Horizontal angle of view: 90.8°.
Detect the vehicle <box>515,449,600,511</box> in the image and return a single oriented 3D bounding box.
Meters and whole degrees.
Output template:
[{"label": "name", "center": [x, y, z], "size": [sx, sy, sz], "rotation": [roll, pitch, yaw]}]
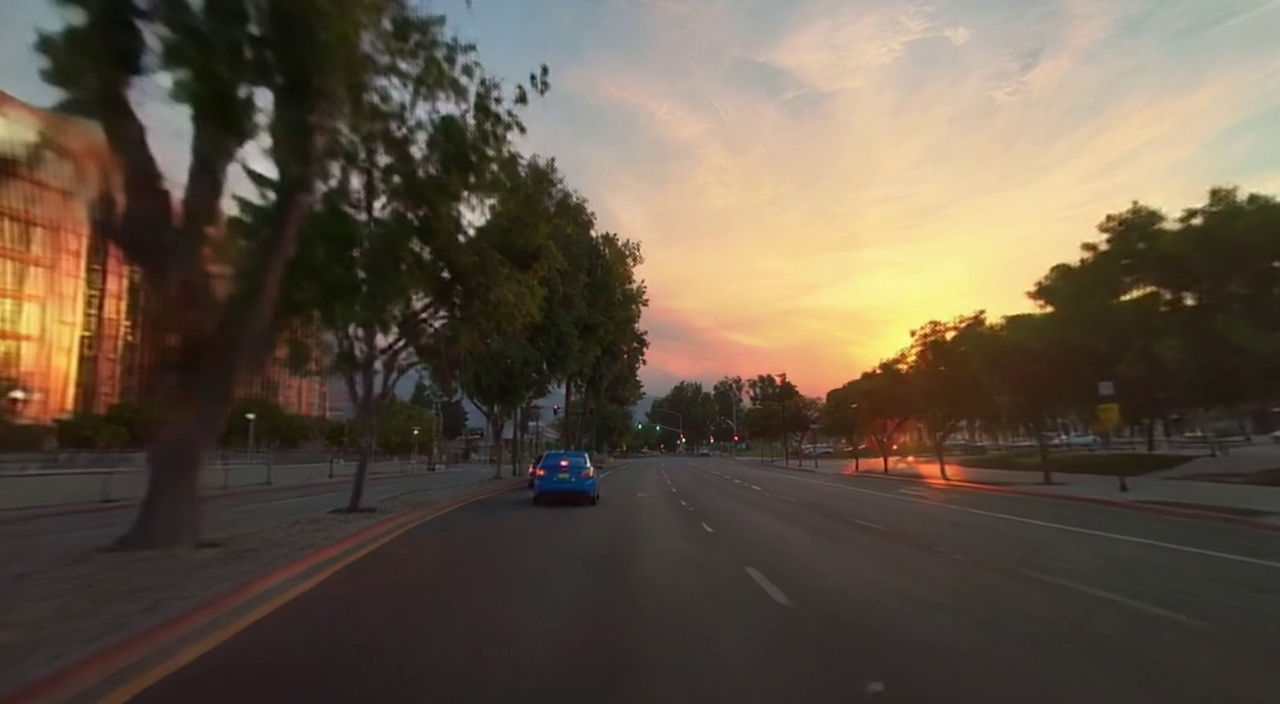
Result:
[{"label": "vehicle", "center": [-2.189, 3.513, 17.969], "size": [2.042, 1.479, 4.601], "rotation": [0, -9, -3]}]
